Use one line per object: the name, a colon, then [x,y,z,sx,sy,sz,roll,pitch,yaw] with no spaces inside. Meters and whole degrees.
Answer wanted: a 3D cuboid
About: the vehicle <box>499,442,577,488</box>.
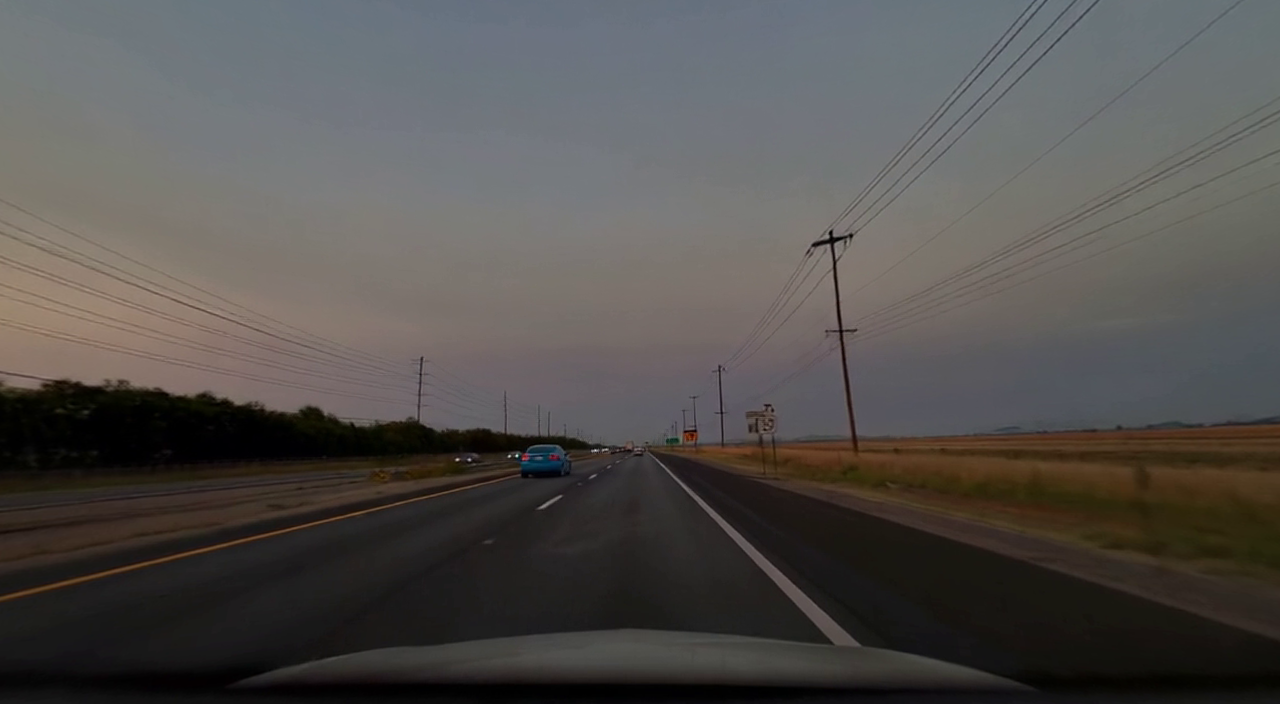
vehicle: [-3.694,4.206,23.700,2.106,1.543,4.465,0,-9,1]
